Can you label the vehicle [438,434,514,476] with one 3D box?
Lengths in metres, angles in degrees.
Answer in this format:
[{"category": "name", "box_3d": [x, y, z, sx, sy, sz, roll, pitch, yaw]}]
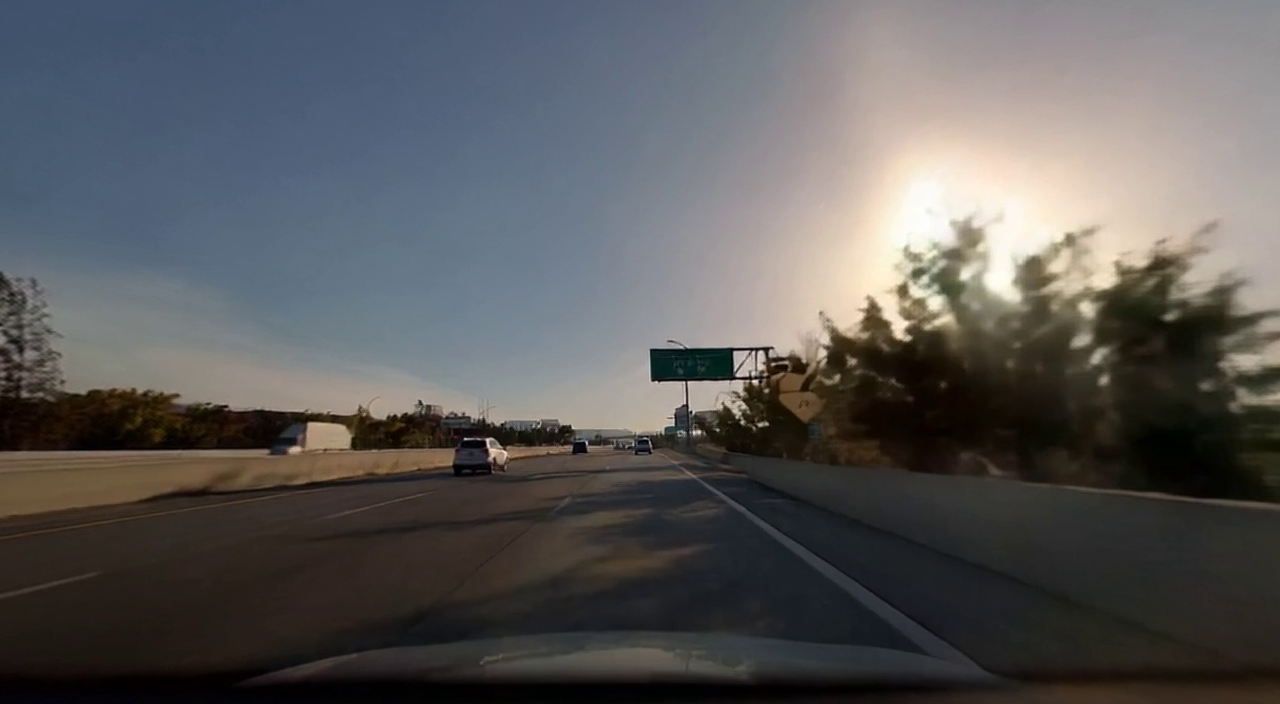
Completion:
[{"category": "vehicle", "box_3d": [-7.125, 4.511, 27.888, 2.088, 1.678, 4.426, 0, -8, 1]}]
